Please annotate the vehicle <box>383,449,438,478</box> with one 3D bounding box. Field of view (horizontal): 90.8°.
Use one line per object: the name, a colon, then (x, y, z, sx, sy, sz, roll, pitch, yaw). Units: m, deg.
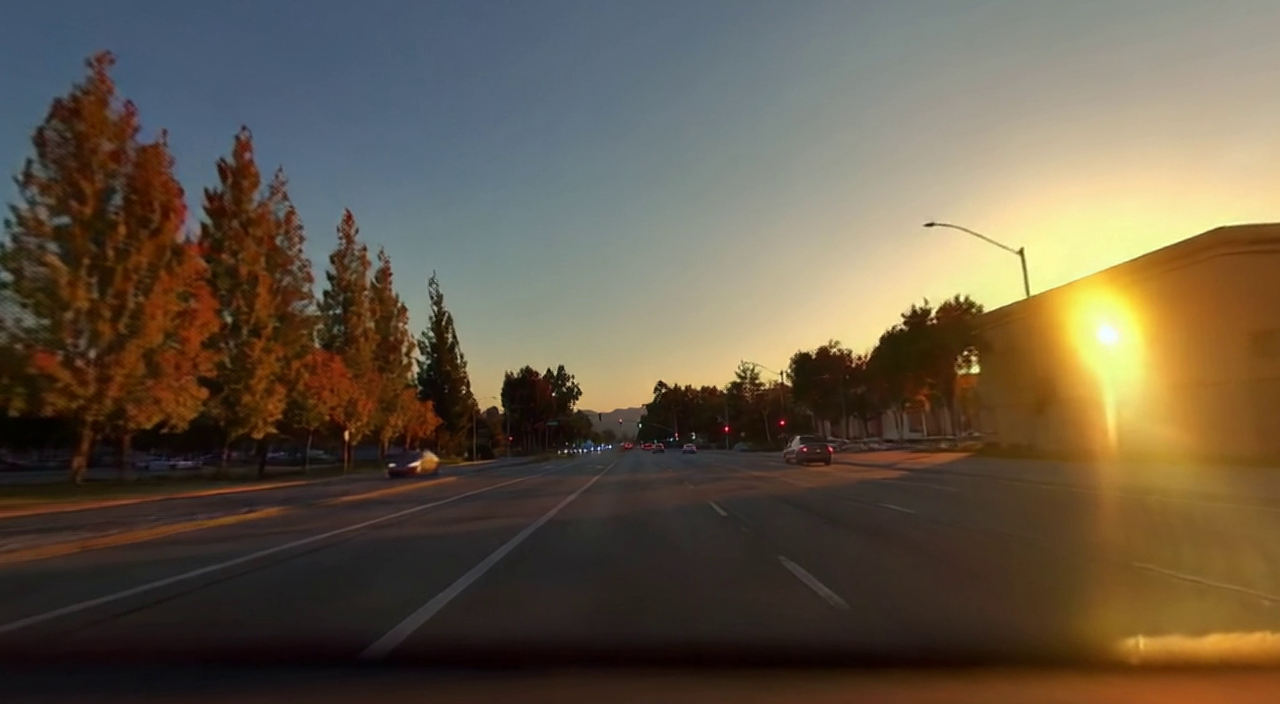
vehicle: (-15.110, 7.347, 41.827, 1.998, 1.785, 4.362, 0, -8, 0)
